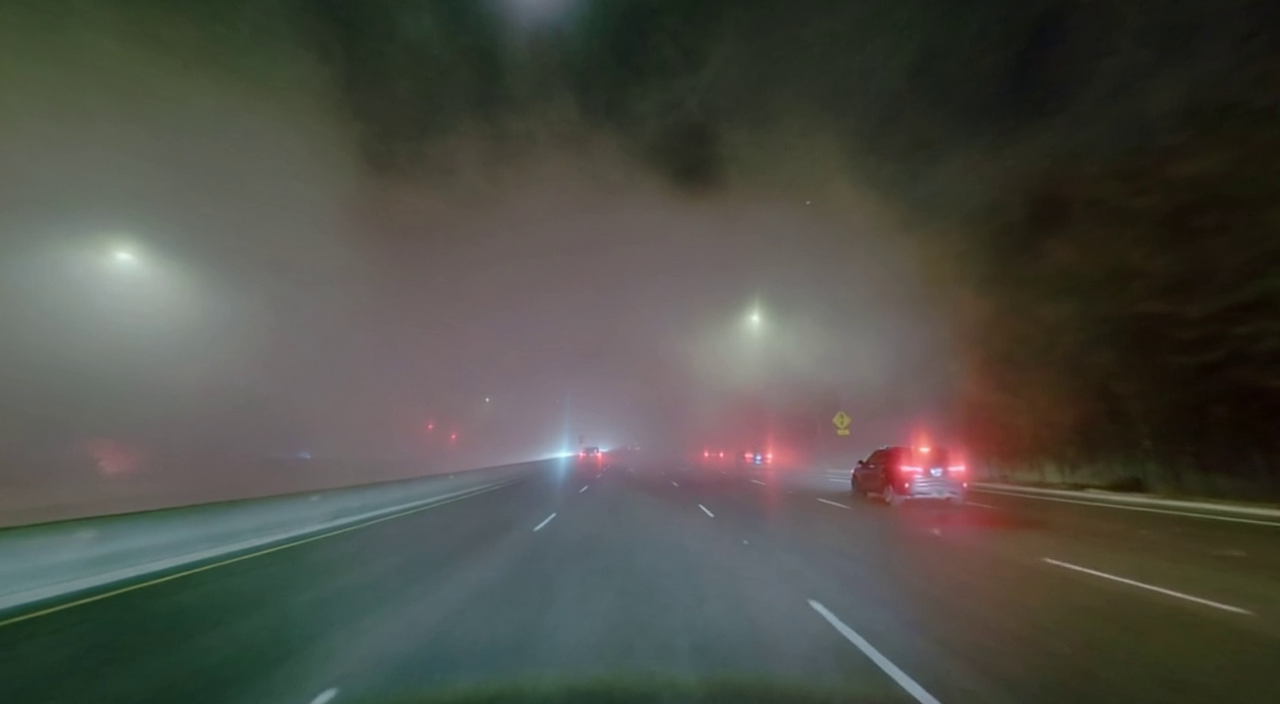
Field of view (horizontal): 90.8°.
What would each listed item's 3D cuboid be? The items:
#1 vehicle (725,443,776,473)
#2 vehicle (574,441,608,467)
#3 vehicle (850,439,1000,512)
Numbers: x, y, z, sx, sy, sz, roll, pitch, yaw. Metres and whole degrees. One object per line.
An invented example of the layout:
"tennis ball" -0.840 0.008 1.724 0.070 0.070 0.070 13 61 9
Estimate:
"vehicle" 6.306 6.074 36.479 1.987 1.597 4.463 0 -8 -2
"vehicle" -3.546 7.549 46.791 2.230 1.827 4.406 0 -8 -1
"vehicle" 6.657 2.882 15.253 1.838 1.518 3.713 0 -8 0
